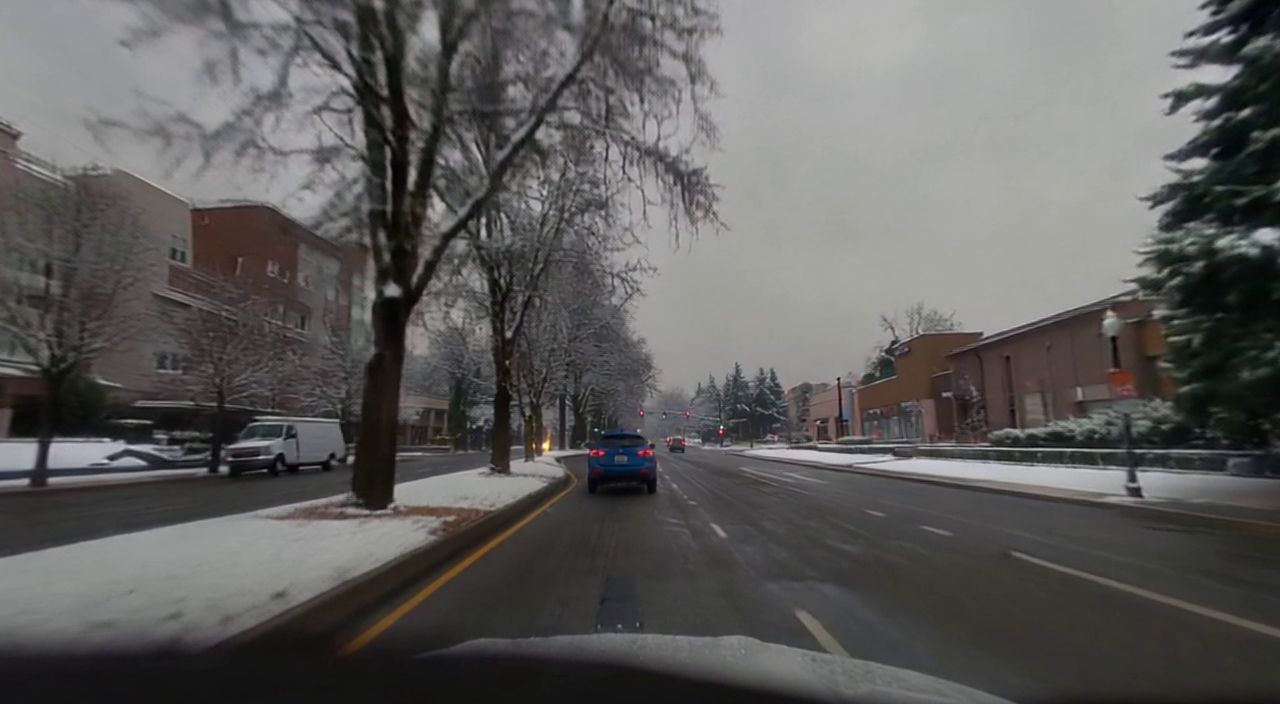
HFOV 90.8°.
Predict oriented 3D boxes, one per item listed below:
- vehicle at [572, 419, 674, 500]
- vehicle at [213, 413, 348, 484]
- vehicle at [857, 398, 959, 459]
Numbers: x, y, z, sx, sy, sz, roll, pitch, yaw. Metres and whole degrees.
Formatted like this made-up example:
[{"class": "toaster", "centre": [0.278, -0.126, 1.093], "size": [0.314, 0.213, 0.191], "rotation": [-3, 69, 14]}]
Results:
[{"class": "vehicle", "centre": [-0.444, 2.732, 16.367], "size": [2.277, 1.816, 4.192], "rotation": [0, -9, -2]}, {"class": "vehicle", "centre": [-19.136, 5.232, 34.385], "size": [2.811, 3.399, 7.898], "rotation": [0, -9, -2]}, {"class": "vehicle", "centre": [18.102, 5.430, 43.576], "size": [3.269, 3.755, 8.862], "rotation": [0, -9, 2]}]
